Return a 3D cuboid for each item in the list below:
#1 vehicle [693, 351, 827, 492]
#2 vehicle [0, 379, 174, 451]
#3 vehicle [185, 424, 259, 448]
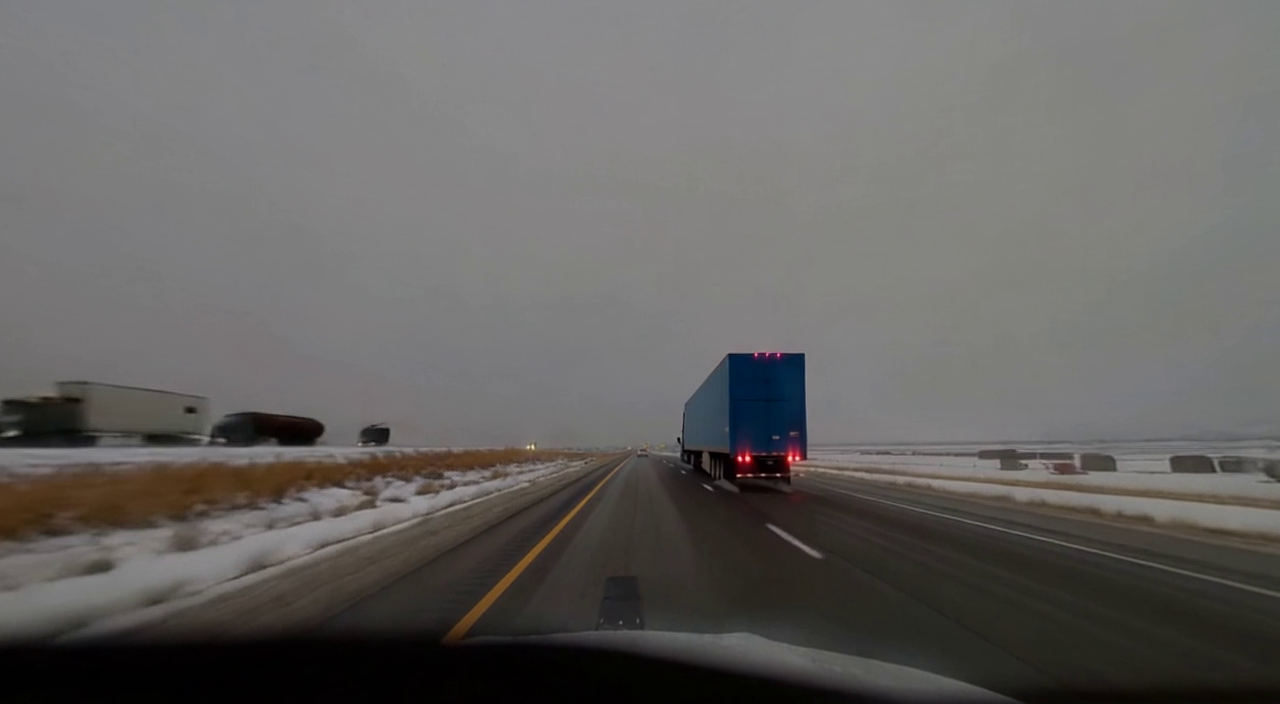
[{"bbox_3d":[4.082,3.027,25.201,2.818,4.206,12.987,0,-9,0],"label":"vehicle"},{"bbox_3d":[-33.536,4.074,38.509,2.998,3.840,8.986,0,-9,0],"label":"vehicle"},{"bbox_3d":[-29.273,5.948,44.297,1.998,1.559,4.581,0,-9,1],"label":"vehicle"}]
